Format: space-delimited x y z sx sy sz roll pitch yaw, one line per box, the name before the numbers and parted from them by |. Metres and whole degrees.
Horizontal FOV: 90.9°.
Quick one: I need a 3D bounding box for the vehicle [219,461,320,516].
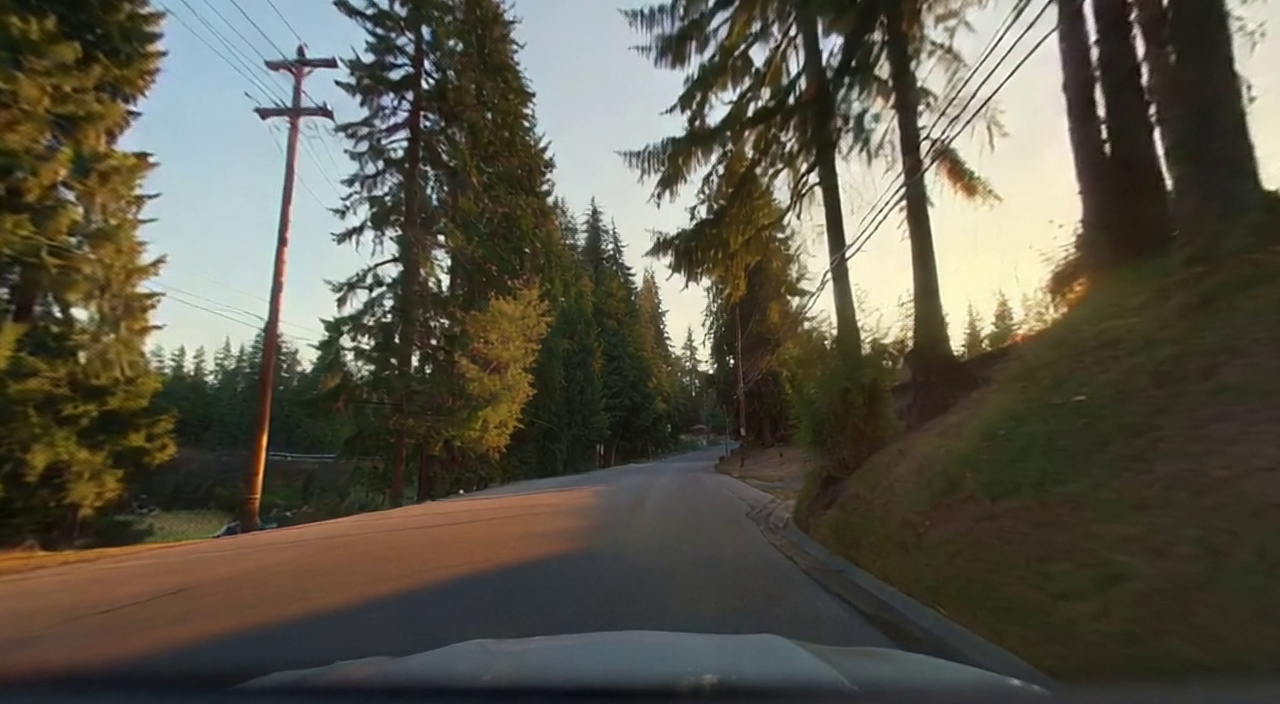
vehicle | -13.423 4.918 23.147 2.058 1.654 4.273 2 -9 -15
